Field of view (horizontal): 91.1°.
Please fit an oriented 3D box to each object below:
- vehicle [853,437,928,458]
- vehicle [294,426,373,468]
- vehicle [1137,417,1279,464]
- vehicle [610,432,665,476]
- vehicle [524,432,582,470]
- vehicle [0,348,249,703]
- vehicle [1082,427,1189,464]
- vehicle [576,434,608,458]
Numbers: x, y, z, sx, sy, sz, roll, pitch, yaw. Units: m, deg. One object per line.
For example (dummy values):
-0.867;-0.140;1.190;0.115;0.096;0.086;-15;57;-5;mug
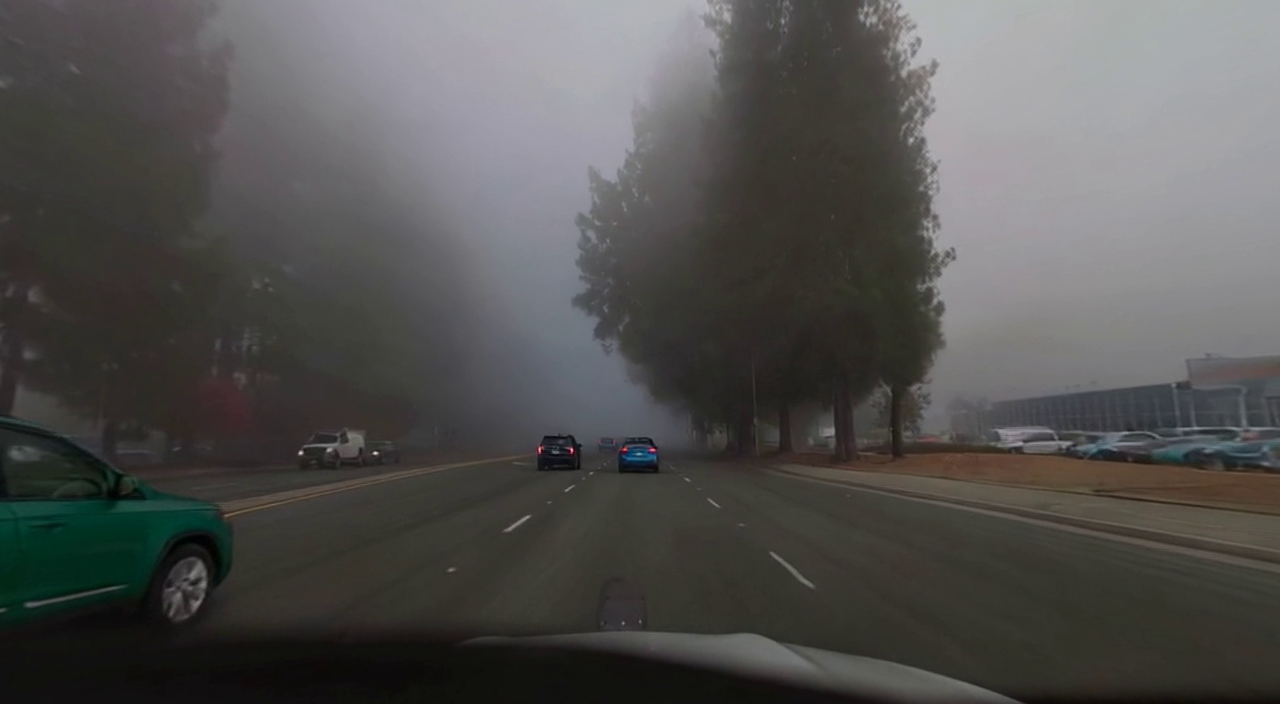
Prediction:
17.762;6.772;44.669;4.460;1.449;1.959;0;-8;-2;vehicle
-20.259;6.328;41.906;2.398;2.537;5.723;0;-8;-1;vehicle
22.627;3.527;24.668;2.079;1.656;4.564;1;-10;-6;vehicle
-0.099;4.117;25.496;2.042;1.641;4.187;0;-8;0;vehicle
-4.090;4.749;30.277;2.113;1.713;4.422;0;-8;0;vehicle
-3.697;0.739;2.114;2.070;1.641;4.152;0;-8;0;vehicle
19.827;3.760;25.287;1.466;1.357;3.288;1;-8;-3;vehicle
-3.646;7.272;48.615;2.047;1.810;4.414;0;-8;1;vehicle
